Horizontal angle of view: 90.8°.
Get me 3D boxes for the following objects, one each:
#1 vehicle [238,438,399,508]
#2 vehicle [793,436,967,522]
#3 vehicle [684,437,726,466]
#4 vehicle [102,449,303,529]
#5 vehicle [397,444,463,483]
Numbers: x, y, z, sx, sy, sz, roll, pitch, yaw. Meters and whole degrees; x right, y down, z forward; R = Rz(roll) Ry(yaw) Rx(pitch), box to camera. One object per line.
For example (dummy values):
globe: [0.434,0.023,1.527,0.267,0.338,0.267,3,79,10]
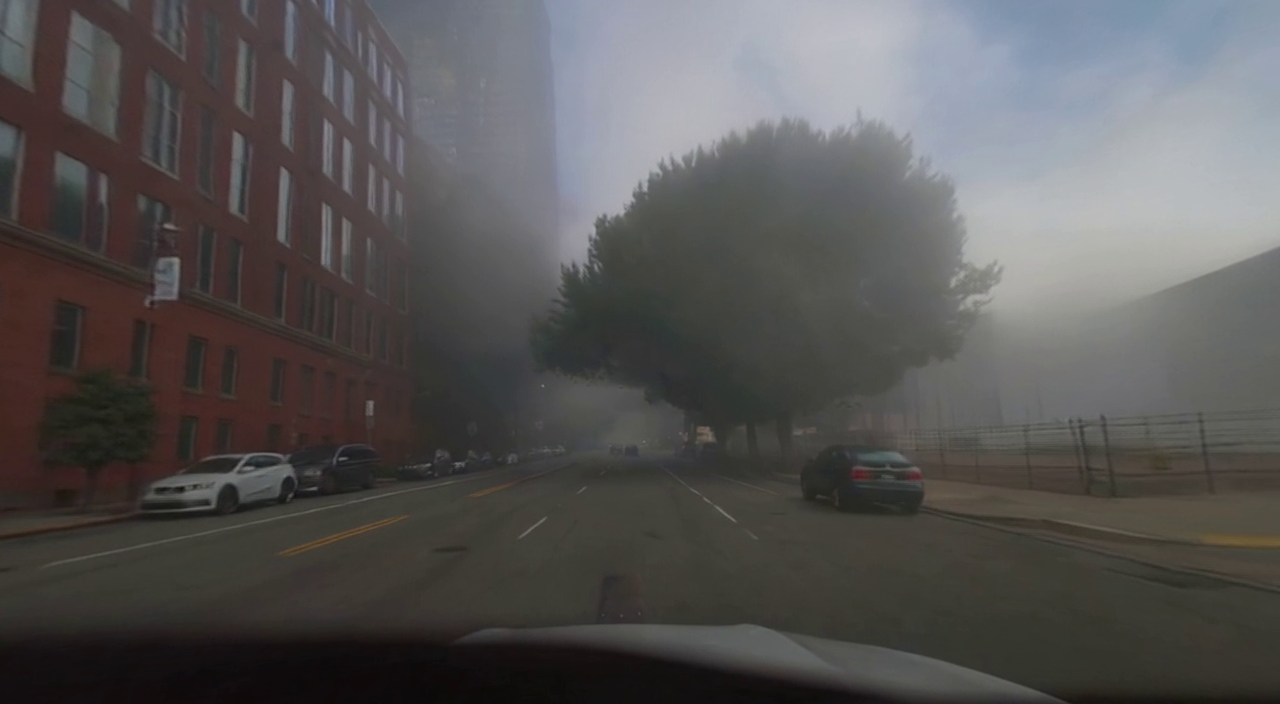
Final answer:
vehicle: [-10.995,4.158,22.403,2.574,1.922,6.292,-4,-8,-2]
vehicle: [4.844,2.608,13.594,1.929,1.522,4.543,0,-8,0]
vehicle: [4.428,6.920,44.081,2.237,1.908,5.320,0,-8,-1]
vehicle: [-11.126,3.450,16.624,1.992,1.629,4.773,-4,-8,-1]
vehicle: [-11.470,6.072,34.907,1.970,1.828,5.519,-3,-8,-3]
